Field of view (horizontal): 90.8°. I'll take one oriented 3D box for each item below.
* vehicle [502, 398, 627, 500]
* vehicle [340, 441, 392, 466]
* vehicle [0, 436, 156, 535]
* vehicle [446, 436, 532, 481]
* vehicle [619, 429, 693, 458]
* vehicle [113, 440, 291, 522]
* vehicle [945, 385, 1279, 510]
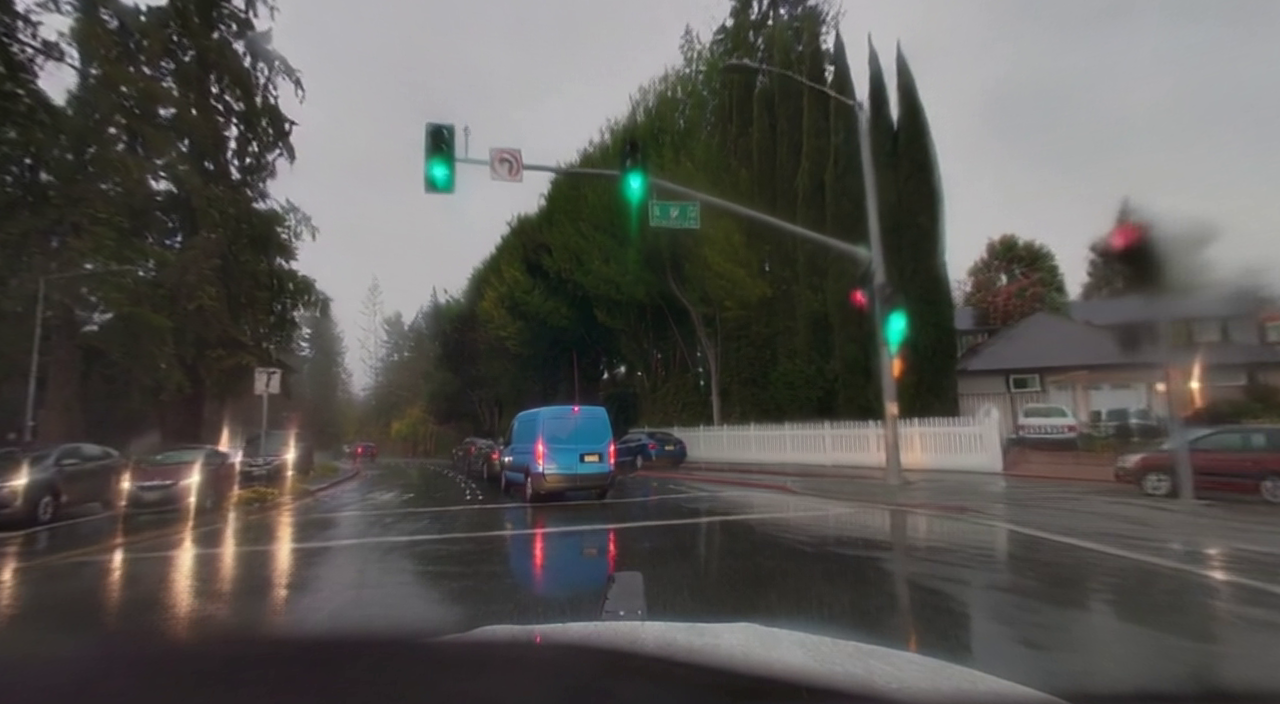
[{"bbox_3d":[-2.101,2.399,16.010,2.213,2.124,4.809,2,-8,-18],"label":"vehicle"},{"bbox_3d":[-17.548,6.451,40.353,1.911,1.493,4.291,6,-10,-39],"label":"vehicle"},{"bbox_3d":[-12.778,2.745,13.708,2.078,1.783,4.670,2,-8,-18],"label":"vehicle"},{"bbox_3d":[-5.595,3.798,23.009,2.008,1.445,4.386,4,-9,-28],"label":"vehicle"},{"bbox_3d":[1.052,5.823,40.436,4.559,1.754,1.985,6,-10,-41],"label":"vehicle"},{"bbox_3d":[-9.422,2.712,14.075,1.952,1.461,4.377,2,-8,-17],"label":"vehicle"},{"bbox_3d":[9.917,1.900,12.812,2.514,2.026,6.104,6,-10,-41],"label":"vehicle"}]
